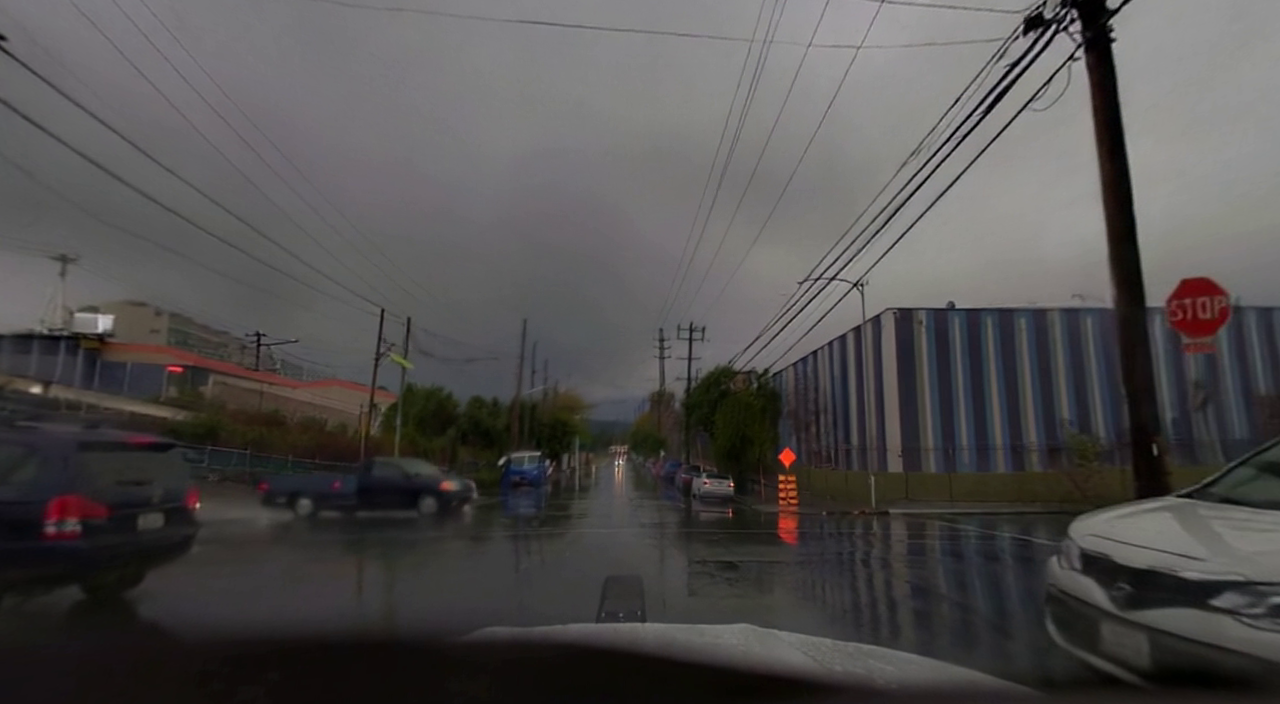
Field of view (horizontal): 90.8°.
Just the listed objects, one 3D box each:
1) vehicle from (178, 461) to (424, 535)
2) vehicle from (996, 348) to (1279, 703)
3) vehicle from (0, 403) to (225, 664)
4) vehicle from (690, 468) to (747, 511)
[{"bbox_3d":[-7.608,3.298,14.585,4.549,1.497,1.887,0,-8,-3],"label":"vehicle"},{"bbox_3d":[4.483,0.964,2.945,4.416,1.750,2.011,0,-9,-4],"label":"vehicle"},{"bbox_3d":[-6.616,1.166,4.987,5.025,1.648,2.055,5,-12,-2],"label":"vehicle"},{"bbox_3d":[3.786,6.674,31.068,2.007,1.804,4.136,0,-9,-4],"label":"vehicle"}]
